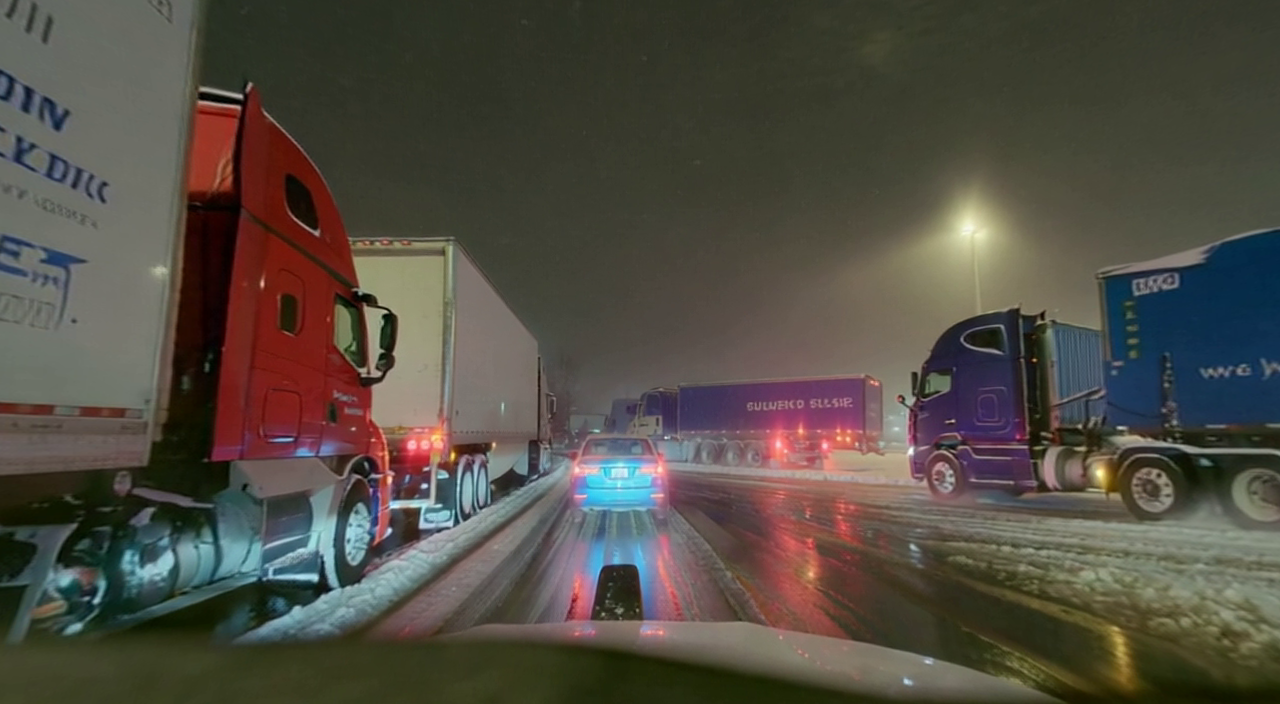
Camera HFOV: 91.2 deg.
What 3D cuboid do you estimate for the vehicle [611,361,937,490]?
[{"bbox_3d":[4.447,3.260,26.560,2.877,4.124,14.516,4,-9,-41],"label":"vehicle"}]

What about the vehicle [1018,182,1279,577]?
[{"bbox_3d":[11.159,-0.107,4.717,13.564,4.152,3.110,-9,-12,42],"label":"vehicle"}]

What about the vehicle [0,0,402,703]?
[{"bbox_3d":[-3.949,0.080,2.074,2.986,3.391,9.523,0,-9,-3],"label":"vehicle"}]

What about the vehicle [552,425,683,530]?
[{"bbox_3d":[-0.386,2.368,12.277,2.140,1.682,3.971,0,-9,0],"label":"vehicle"}]
